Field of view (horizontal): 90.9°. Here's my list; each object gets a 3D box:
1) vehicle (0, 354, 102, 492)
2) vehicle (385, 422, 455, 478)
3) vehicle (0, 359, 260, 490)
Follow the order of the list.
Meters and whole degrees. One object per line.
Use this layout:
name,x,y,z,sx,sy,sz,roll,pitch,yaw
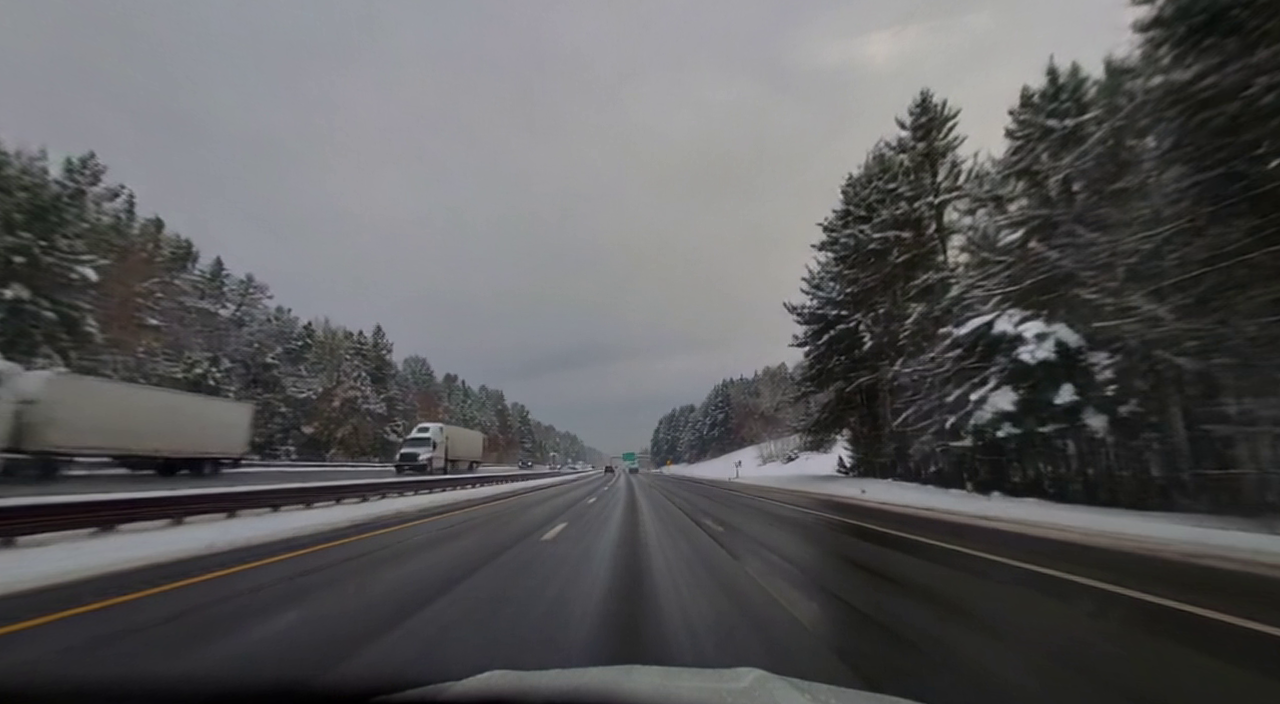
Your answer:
vehicle,-19.715,2.054,18.155,2.969,3.859,5.793,1,-10,-1
vehicle,-16.288,7.404,47.208,2.975,3.883,5.859,1,-11,0
vehicle,-19.854,3.176,24.153,2.745,3.746,12.715,1,-10,-1
